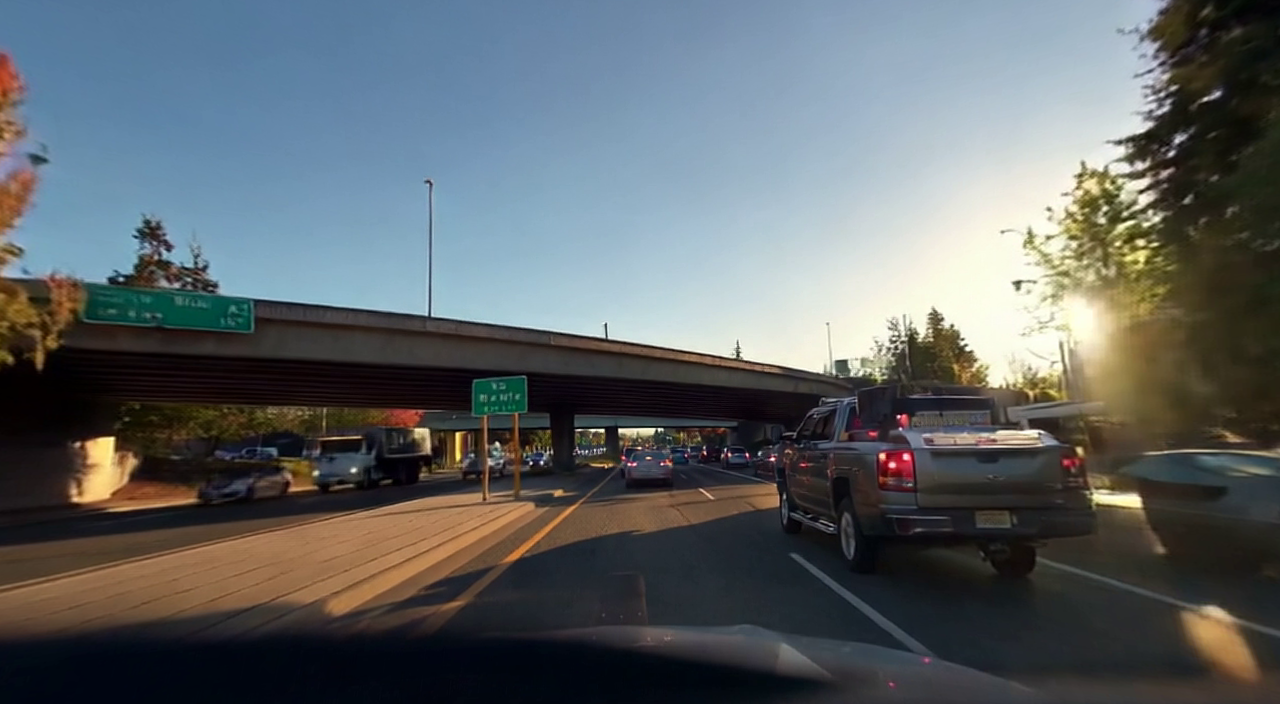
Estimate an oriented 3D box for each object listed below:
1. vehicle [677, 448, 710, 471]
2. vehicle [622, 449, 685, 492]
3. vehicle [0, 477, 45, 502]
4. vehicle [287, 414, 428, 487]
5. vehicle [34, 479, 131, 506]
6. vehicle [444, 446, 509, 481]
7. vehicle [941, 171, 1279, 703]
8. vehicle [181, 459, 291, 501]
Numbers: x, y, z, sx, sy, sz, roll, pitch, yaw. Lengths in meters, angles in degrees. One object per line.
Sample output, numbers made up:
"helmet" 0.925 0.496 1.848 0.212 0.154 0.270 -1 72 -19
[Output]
"vehicle" 3.627 7.352 43.394 1.962 1.431 4.205 0 -9 0
"vehicle" 0.444 4.143 22.439 2.027 1.341 3.775 0 -9 0
"vehicle" -45.135 9.770 44.733 4.067 1.637 1.836 -1 -10 -1
"vehicle" -15.793 5.672 36.693 3.206 3.617 10.684 0 -9 0
"vehicle" -32.609 8.215 37.036 3.907 1.435 1.765 0 -9 -2
"vehicle" -8.665 5.927 33.936 2.165 1.764 4.671 0 -9 1
"vehicle" 3.431 0.541 1.921 2.588 2.321 4.927 0 -9 1
"vehicle" -19.118 6.043 30.227 2.091 1.771 4.727 0 -9 0
